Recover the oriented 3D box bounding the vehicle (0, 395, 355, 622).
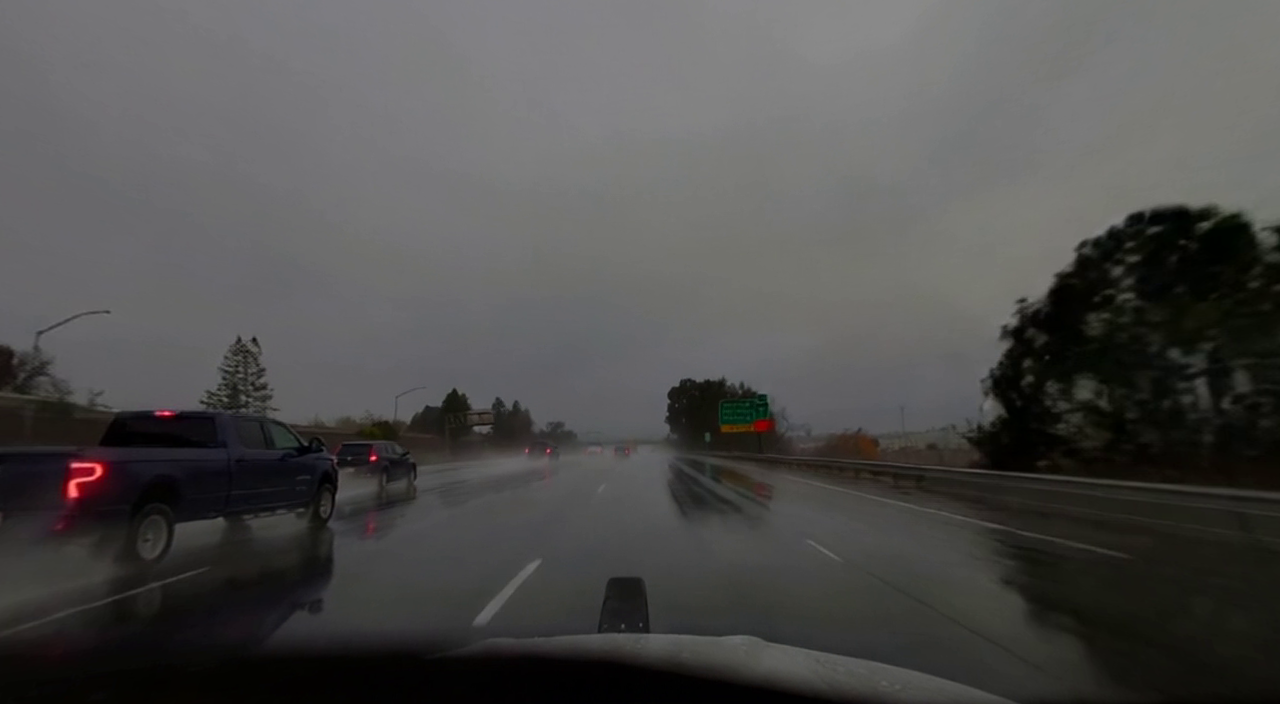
[{"bbox_3d":[-6.249,1.667,7.932,2.403,1.773,6.276,0,-8,0],"label":"vehicle"}]

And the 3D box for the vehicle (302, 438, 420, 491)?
[{"bbox_3d":[-9.712,3.924,22.442,2.060,1.662,4.469,0,-8,1],"label":"vehicle"}]

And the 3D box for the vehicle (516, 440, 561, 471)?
[{"bbox_3d":[-6.151,6.302,38.608,2.009,1.735,4.358,0,-8,0],"label":"vehicle"}]
